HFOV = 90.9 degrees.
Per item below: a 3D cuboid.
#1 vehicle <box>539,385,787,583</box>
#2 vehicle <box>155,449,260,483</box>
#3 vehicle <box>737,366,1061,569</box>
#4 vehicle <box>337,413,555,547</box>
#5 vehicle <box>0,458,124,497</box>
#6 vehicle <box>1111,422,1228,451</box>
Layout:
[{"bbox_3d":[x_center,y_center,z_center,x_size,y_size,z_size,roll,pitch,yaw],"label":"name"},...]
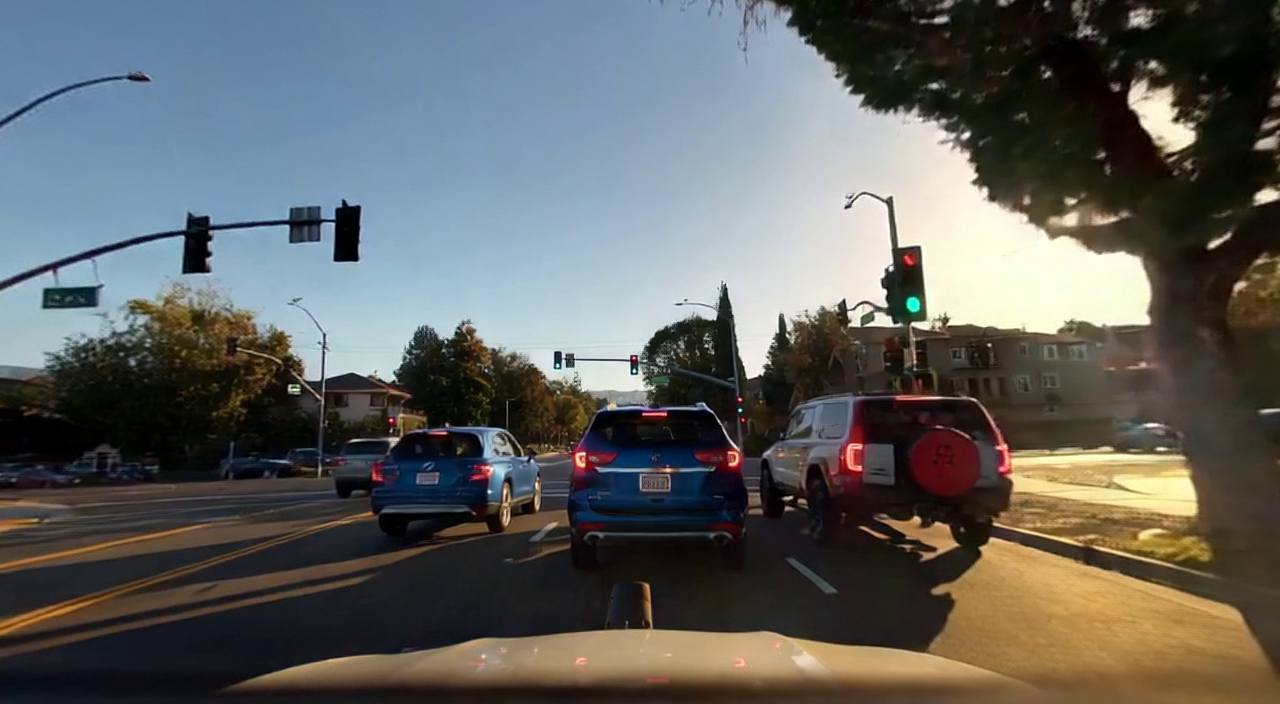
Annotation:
[{"bbox_3d":[0.182,1.504,7.883,2.235,1.778,4.178,0,-8,-1],"label":"vehicle"},{"bbox_3d":[-22.581,5.934,32.986,4.316,1.689,2.108,-3,-9,15],"label":"vehicle"},{"bbox_3d":[3.091,1.593,9.356,2.338,2.063,5.672,0,-8,0],"label":"vehicle"},{"bbox_3d":[-2.742,1.938,10.218,2.058,1.659,4.514,0,-8,0],"label":"vehicle"},{"bbox_3d":[-24.008,5.046,25.540,4.383,1.456,1.999,0,-8,-1],"label":"vehicle"},{"bbox_3d":[28.139,4.513,33.617,4.512,1.444,1.859,-1,-8,0],"label":"vehicle"}]
